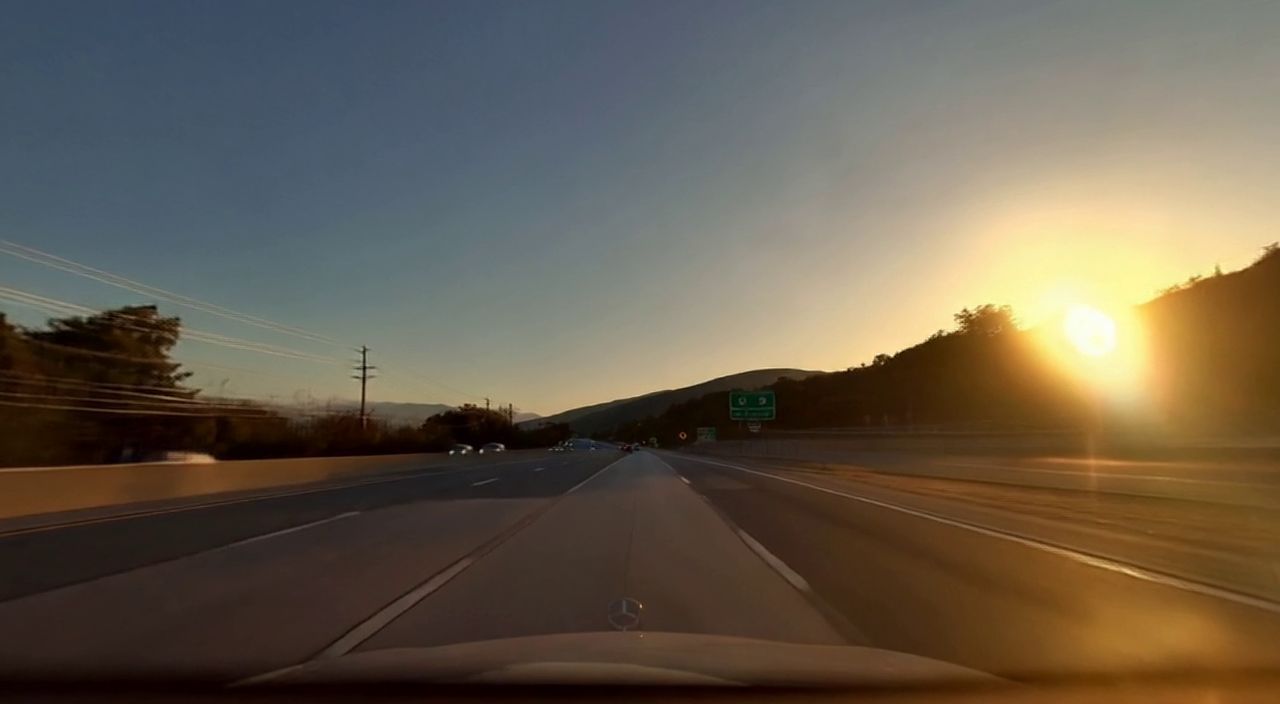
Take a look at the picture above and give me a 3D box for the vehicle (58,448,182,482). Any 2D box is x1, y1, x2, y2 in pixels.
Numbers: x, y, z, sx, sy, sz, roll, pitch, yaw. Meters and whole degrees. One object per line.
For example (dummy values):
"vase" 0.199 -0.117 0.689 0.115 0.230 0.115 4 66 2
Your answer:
"vehicle" -25.149 5.473 30.818 1.914 1.490 4.796 0 -8 1
